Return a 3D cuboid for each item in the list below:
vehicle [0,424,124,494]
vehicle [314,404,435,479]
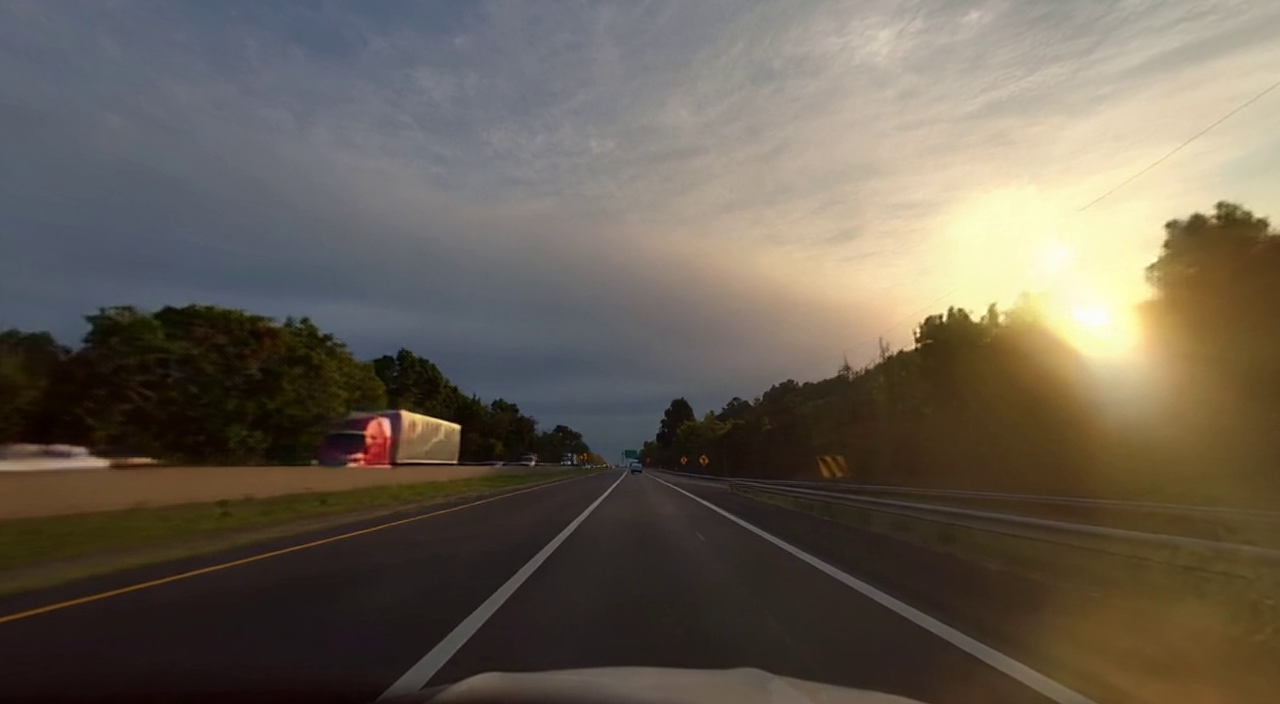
[{"bbox_3d":[-15.673,2.669,15.662,1.889,1.586,4.435,1,-10,0],"label":"vehicle"},{"bbox_3d":[-16.008,5.760,39.249,2.974,3.982,10.261,1,-10,0],"label":"vehicle"}]
